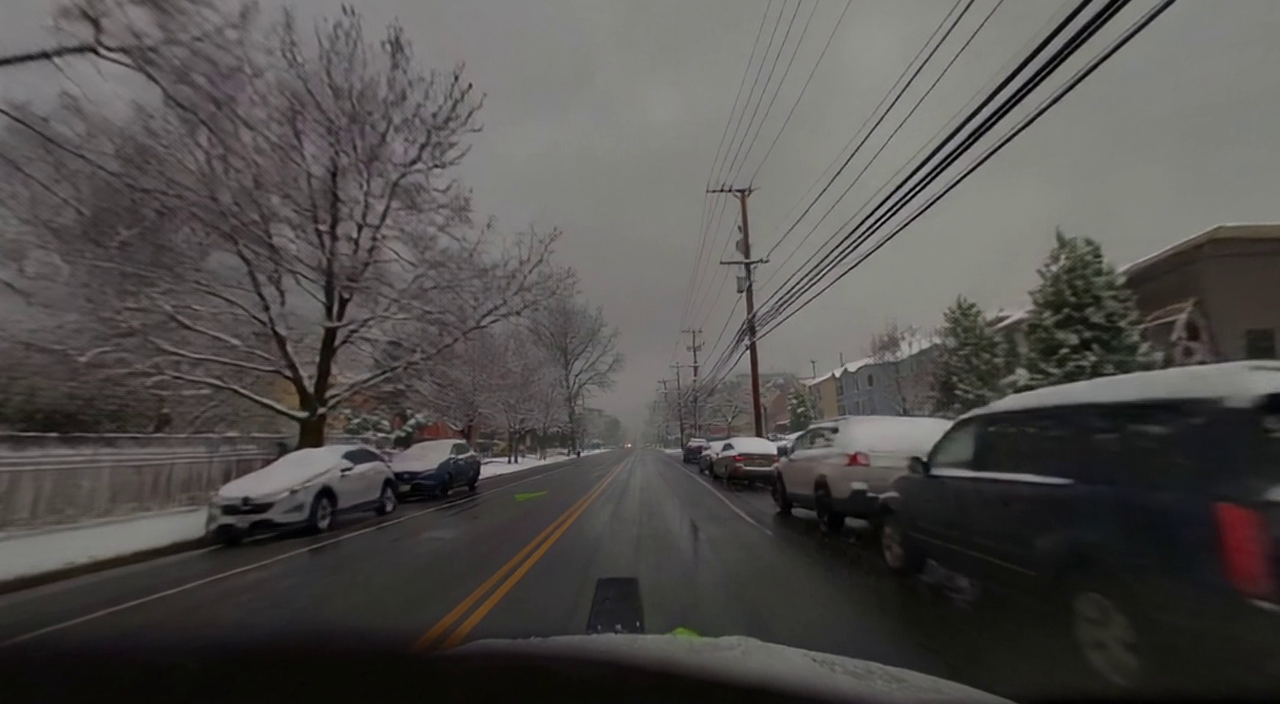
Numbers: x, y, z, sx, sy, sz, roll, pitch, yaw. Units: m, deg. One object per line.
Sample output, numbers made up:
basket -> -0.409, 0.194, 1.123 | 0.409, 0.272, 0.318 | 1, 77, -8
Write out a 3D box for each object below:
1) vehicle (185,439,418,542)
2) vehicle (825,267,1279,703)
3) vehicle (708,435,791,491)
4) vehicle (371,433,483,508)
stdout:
vehicle -> -6.398, 2.603, 12.746 | 2.084, 1.573, 4.599 | -2, -7, 1
vehicle -> 3.541, 1.070, 5.181 | 2.407, 2.069, 5.577 | 0, -8, 1
vehicle -> 3.568, 3.700, 21.477 | 1.955, 1.665, 4.818 | 0, -8, 0
vehicle -> -6.367, 3.520, 19.485 | 1.947, 1.930, 4.306 | -2, -7, 1
